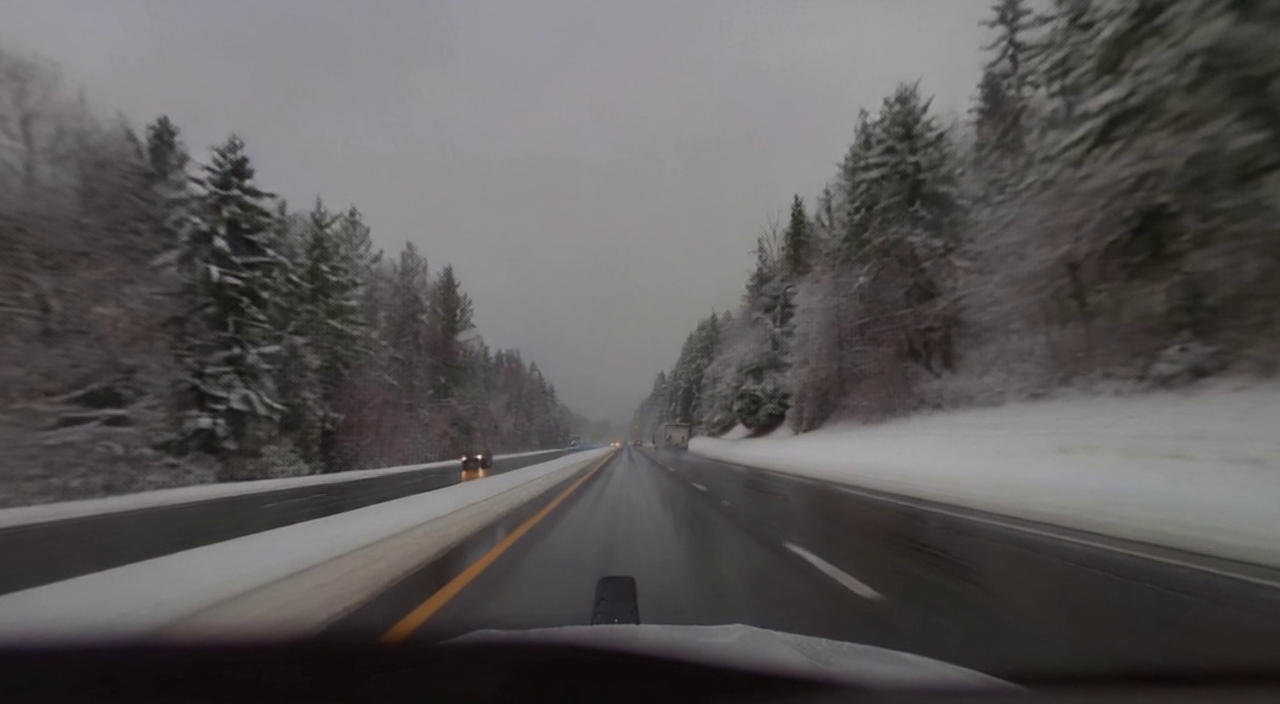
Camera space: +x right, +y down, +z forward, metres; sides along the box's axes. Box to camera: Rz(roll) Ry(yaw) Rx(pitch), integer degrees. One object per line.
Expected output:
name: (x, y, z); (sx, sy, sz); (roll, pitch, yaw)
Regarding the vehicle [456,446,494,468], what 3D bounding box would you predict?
vehicle: (-13.079, 8.319, 49.984); (1.989, 1.612, 3.884); (0, -8, -1)
